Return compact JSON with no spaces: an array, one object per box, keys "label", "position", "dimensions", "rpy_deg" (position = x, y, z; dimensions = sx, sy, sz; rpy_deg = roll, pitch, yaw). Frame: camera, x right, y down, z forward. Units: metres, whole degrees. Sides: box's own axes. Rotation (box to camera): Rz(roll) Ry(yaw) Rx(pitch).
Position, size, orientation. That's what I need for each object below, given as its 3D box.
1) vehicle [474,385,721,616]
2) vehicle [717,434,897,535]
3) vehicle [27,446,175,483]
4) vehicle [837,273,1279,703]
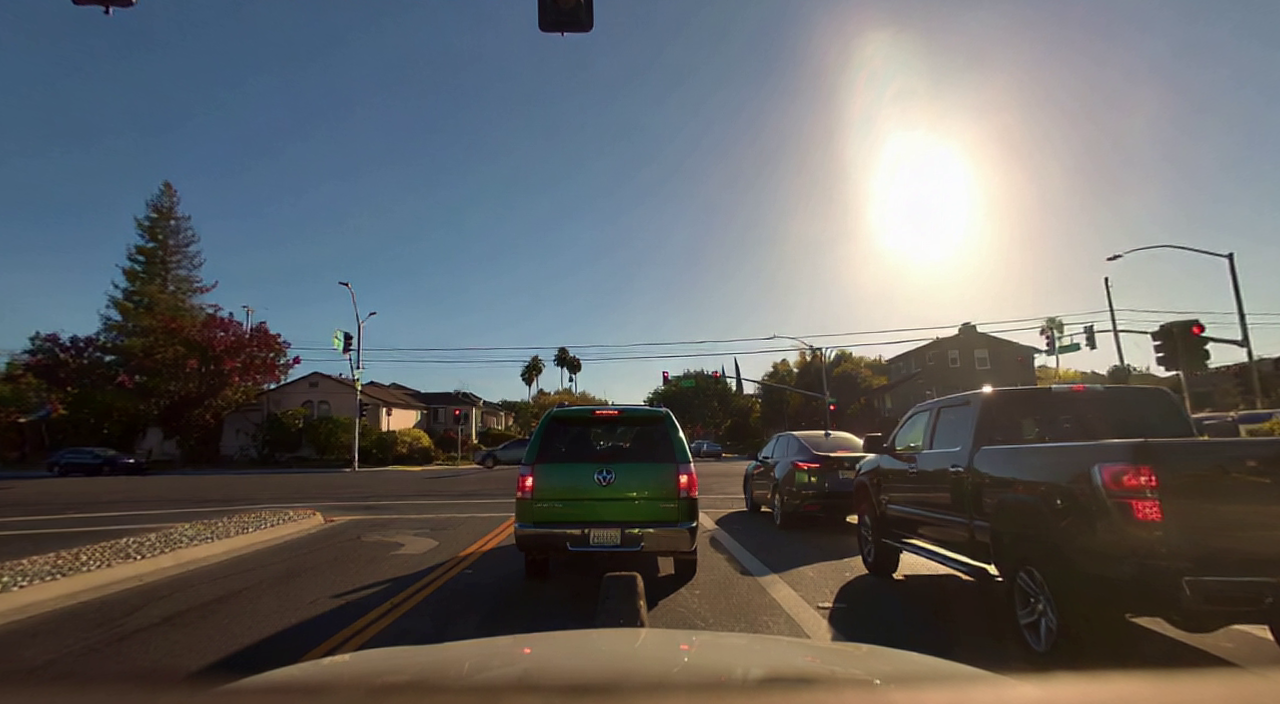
[{"label":"vehicle","position":[-0.285,1.396,6.679],"dimensions":[1.915,1.780,3.379],"rpy_deg":[0,-8,2]},{"label":"vehicle","position":[2.730,2.267,11.537],"dimensions":[1.952,1.465,4.421],"rpy_deg":[0,-8,-2]},{"label":"vehicle","position":[-22.947,4.789,27.046],"dimensions":[4.533,1.350,1.714],"rpy_deg":[0,-7,-9]},{"label":"vehicle","position":[2.983,0.938,3.810],"dimensions":[1.886,1.849,5.070],"rpy_deg":[0,-8,-1]}]
